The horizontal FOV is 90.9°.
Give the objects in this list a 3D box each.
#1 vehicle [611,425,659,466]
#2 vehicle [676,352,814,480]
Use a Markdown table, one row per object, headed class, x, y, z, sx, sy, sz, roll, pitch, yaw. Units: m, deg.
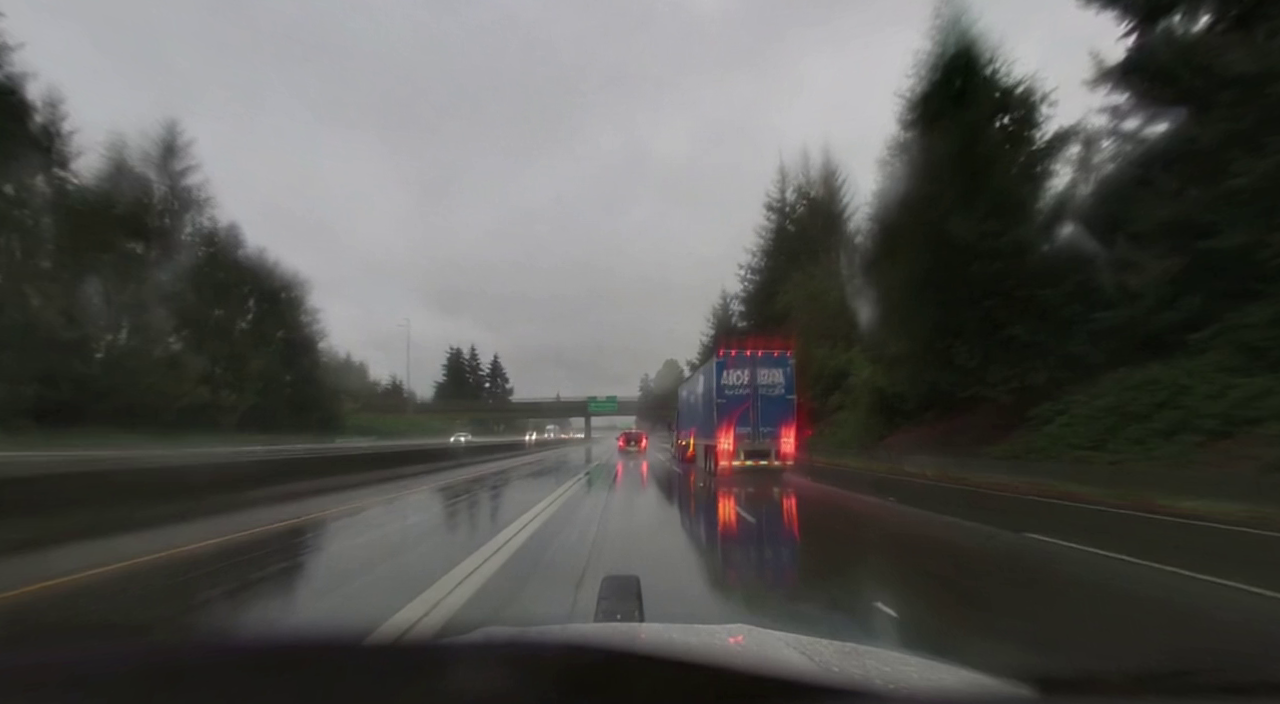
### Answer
| class | x | y | z | sx | sy | sz | roll | pitch | yaw |
| --- | --- | --- | --- | --- | --- | --- | --- | --- | --- |
| vehicle | -0.288 | 4.743 | 32.274 | 2.277 | 1.913 | 4.510 | 0 | -8 | -2 |
| vehicle | 3.687 | 2.920 | 26.843 | 2.987 | 4.021 | 14.105 | 0 | -8 | -2 |
